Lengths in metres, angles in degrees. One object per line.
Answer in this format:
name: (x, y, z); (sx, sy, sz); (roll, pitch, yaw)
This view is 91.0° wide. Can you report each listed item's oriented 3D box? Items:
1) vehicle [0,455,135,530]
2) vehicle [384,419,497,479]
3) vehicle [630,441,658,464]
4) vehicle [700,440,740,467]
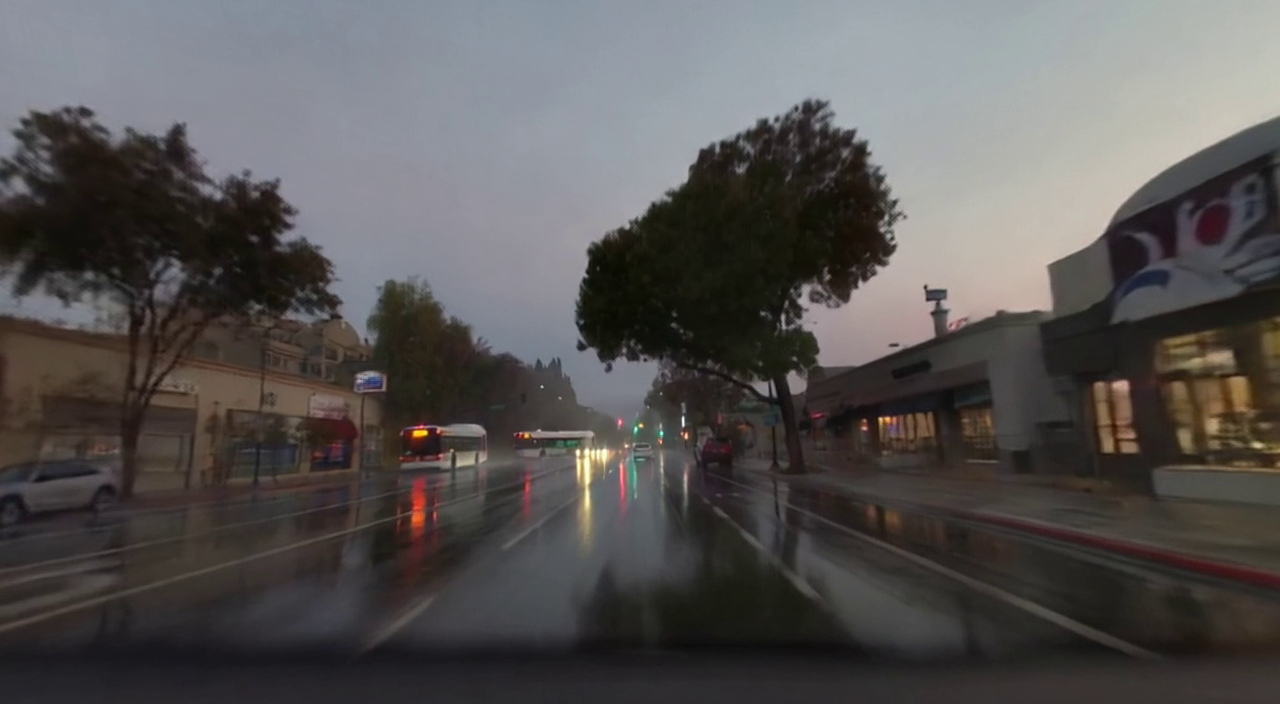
vehicle: (-17.468, 3.943, 18.115); (1.896, 1.844, 4.620); (0, -9, 1)
vehicle: (-12.650, 6.448, 41.755); (3.356, 3.365, 12.460); (0, -9, 1)
vehicle: (0.256, 7.844, 49.235); (2.089, 1.699, 4.650); (0, -9, -1)
vehicle: (5.193, 6.648, 41.370); (2.014, 1.681, 4.332); (0, -9, 0)
